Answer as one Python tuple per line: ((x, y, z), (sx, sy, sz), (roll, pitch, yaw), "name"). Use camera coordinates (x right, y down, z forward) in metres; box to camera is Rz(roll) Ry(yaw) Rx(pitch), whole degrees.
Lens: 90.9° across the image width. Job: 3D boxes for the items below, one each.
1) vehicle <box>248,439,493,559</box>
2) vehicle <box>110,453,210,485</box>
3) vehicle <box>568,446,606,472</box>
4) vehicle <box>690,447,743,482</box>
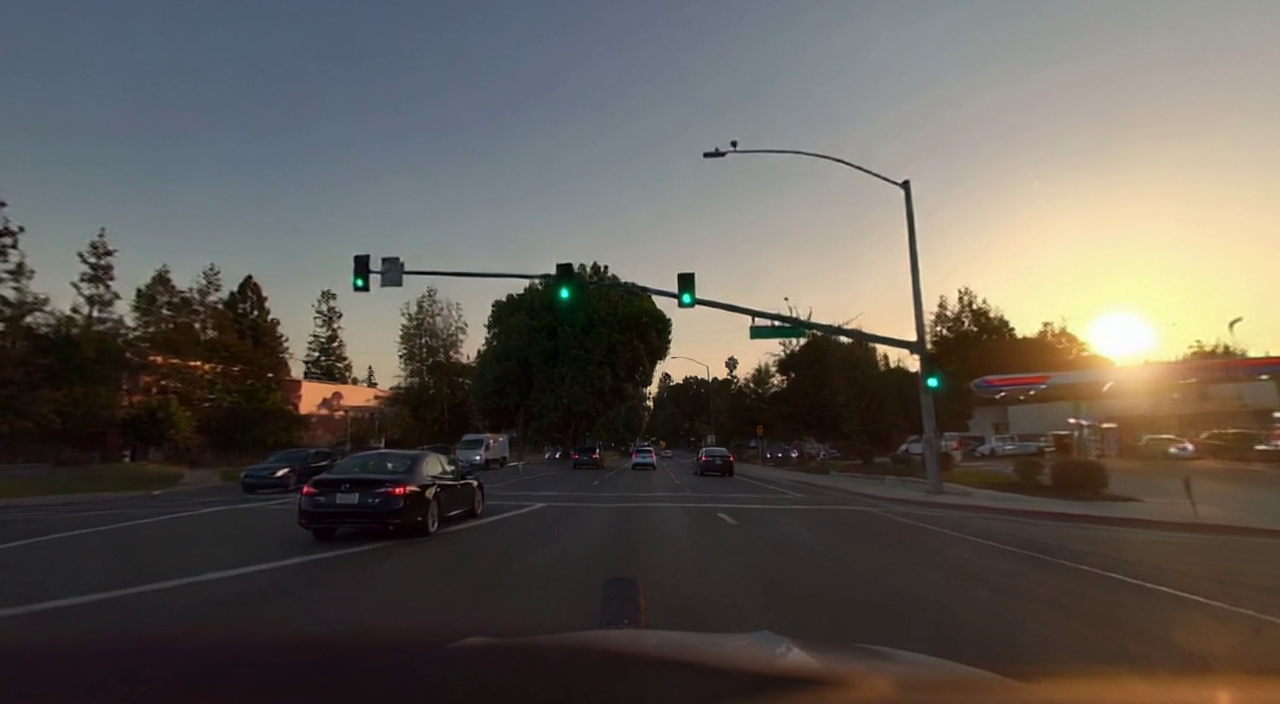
((-3.878, 2.151, 10.089), (1.803, 1.463, 4.422), (0, -8, 2), "vehicle")
((-32.997, 8.033, 43.648), (2.197, 1.842, 5.801), (0, -8, 2), "vehicle")
((-3.151, 6.488, 38.342), (1.841, 1.474, 4.038), (0, -8, 2), "vehicle")
((3.411, 5.074, 28.816), (1.883, 1.465, 3.975), (0, -8, 0), "vehicle")
